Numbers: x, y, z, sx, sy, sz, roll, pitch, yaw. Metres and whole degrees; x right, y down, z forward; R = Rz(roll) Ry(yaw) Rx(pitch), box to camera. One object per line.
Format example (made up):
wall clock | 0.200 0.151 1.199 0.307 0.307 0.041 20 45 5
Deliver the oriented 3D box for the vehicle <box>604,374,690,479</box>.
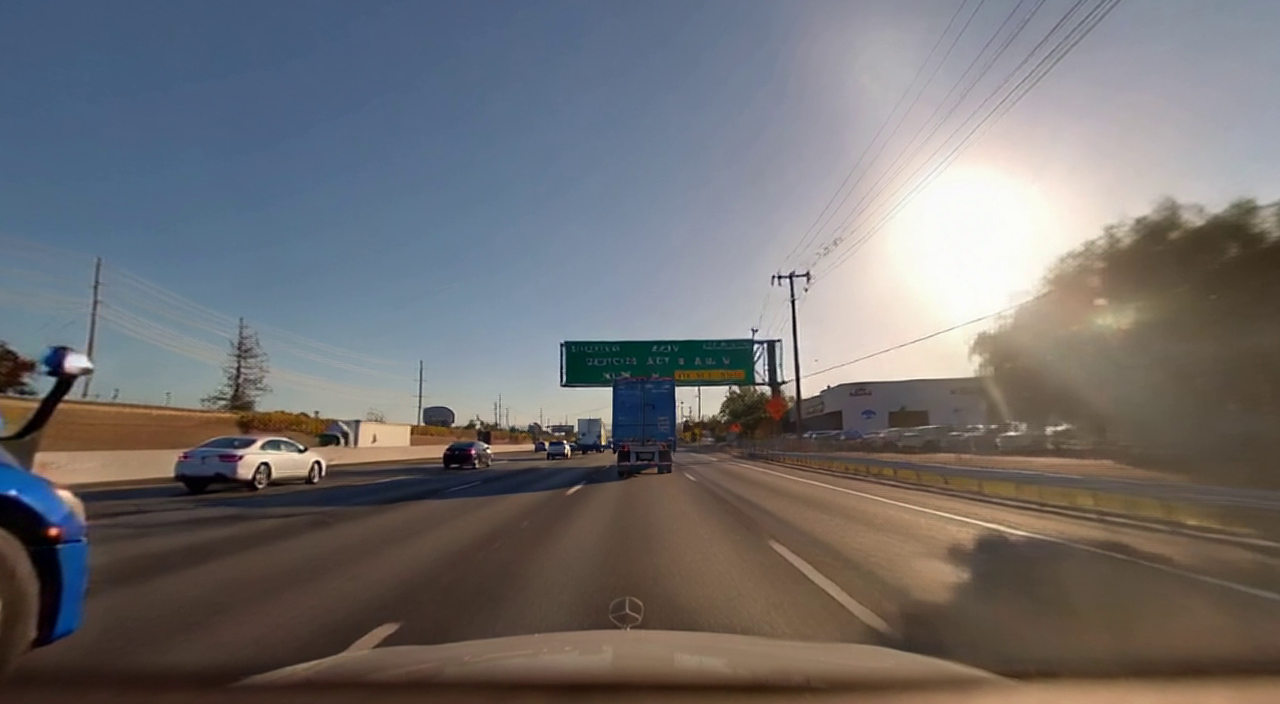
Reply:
vehicle | 0.147 3.289 26.710 2.941 3.604 9.851 0 -9 -1

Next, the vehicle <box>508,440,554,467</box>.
vehicle | -6.372 5.995 37.357 1.933 1.459 4.478 0 -9 0

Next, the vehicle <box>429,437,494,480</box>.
vehicle | -6.997 4.170 24.942 1.736 1.580 2.778 0 -9 0

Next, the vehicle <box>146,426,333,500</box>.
vehicle | -10.927 3.073 17.769 2.046 1.779 4.752 0 -9 1
